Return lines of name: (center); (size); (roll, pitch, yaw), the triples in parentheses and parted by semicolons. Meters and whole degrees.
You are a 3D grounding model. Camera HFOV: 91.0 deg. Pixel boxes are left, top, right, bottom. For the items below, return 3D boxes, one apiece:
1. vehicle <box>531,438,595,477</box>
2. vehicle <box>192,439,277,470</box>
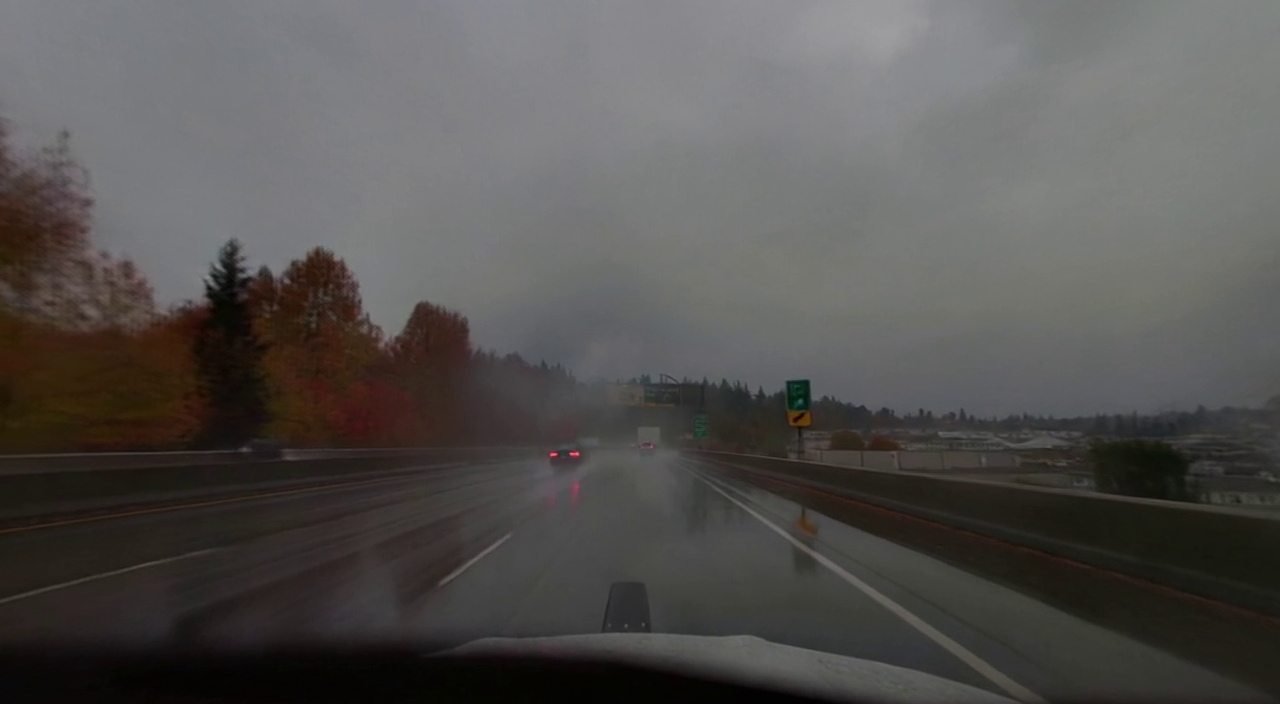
vehicle: (-3.358, 4.703, 28.419); (2.061, 1.572, 4.814); (0, -8, 3)
vehicle: (-24.000, 6.061, 37.481); (2.016, 1.705, 4.790); (0, -8, -2)
